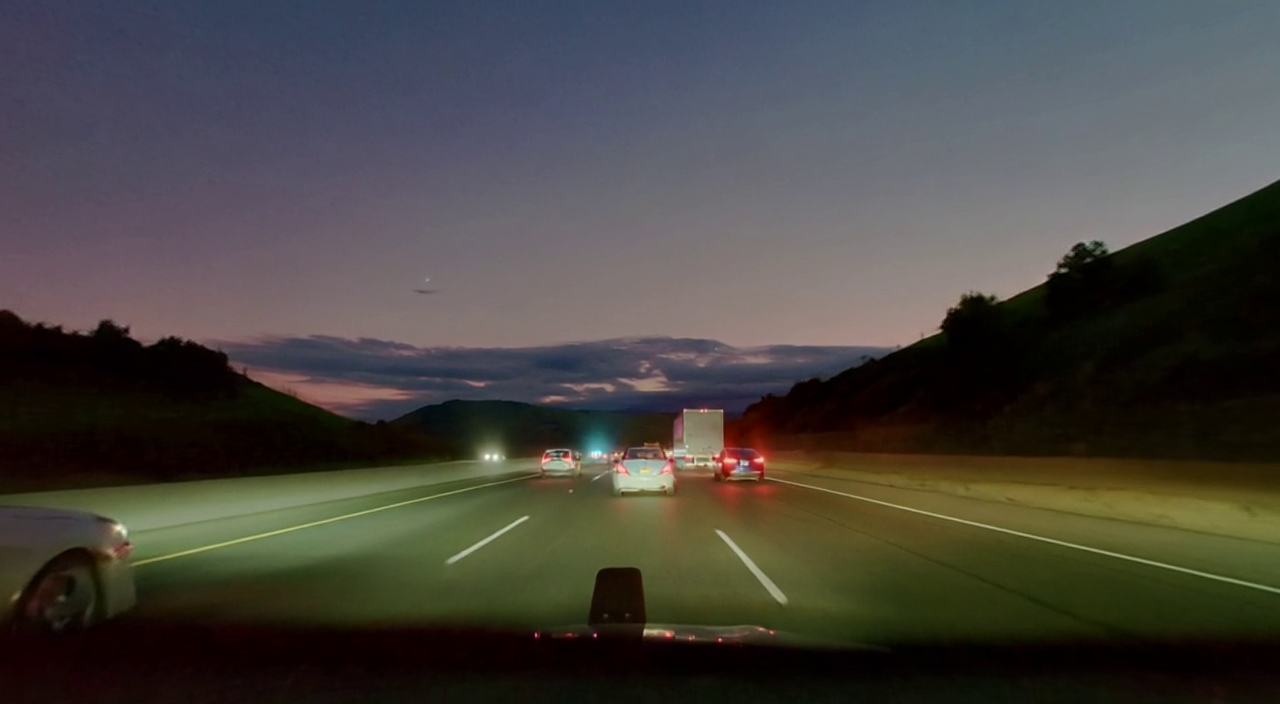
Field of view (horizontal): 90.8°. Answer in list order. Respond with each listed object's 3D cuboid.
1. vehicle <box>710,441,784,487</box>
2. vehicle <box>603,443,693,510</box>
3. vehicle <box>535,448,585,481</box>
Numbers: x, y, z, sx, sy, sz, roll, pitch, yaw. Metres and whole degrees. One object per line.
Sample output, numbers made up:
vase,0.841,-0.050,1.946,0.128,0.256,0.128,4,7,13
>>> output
vehicle,4.052,4.336,24.691,2.029,1.579,4.484,0,-9,-1
vehicle,0.194,3.096,16.103,2.041,1.484,3.535,0,-9,0
vehicle,-3.810,5.427,30.721,1.848,1.486,3.832,0,-9,1
